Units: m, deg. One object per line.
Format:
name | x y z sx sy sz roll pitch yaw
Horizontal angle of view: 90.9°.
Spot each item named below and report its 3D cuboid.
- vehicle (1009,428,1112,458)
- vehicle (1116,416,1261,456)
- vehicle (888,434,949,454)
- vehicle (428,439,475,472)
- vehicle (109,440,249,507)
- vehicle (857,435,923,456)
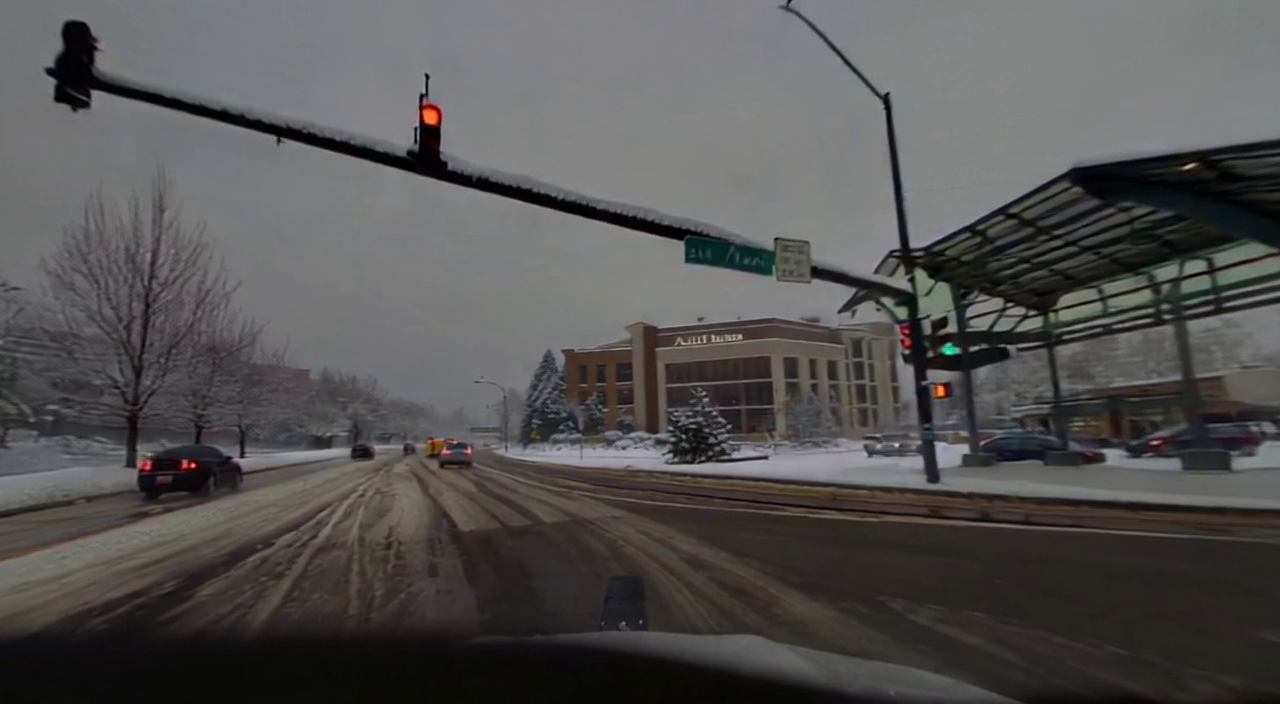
vehicle | 24.030 5.233 36.239 1.796 1.445 4.535 -2 -7 -22
vehicle | 26.474 4.134 30.686 1.860 1.629 4.805 -2 -8 -24
vehicle | 21.390 7.030 48.544 1.741 1.458 4.013 4 -9 -25
vehicle | -11.310 6.132 37.705 2.345 1.803 4.261 3 -9 -20
vehicle | -13.904 3.607 19.410 2.097 1.782 4.682 3 -9 -19
vehicle | 18.745 7.010 47.497 1.896 1.459 4.611 3 -9 -22
